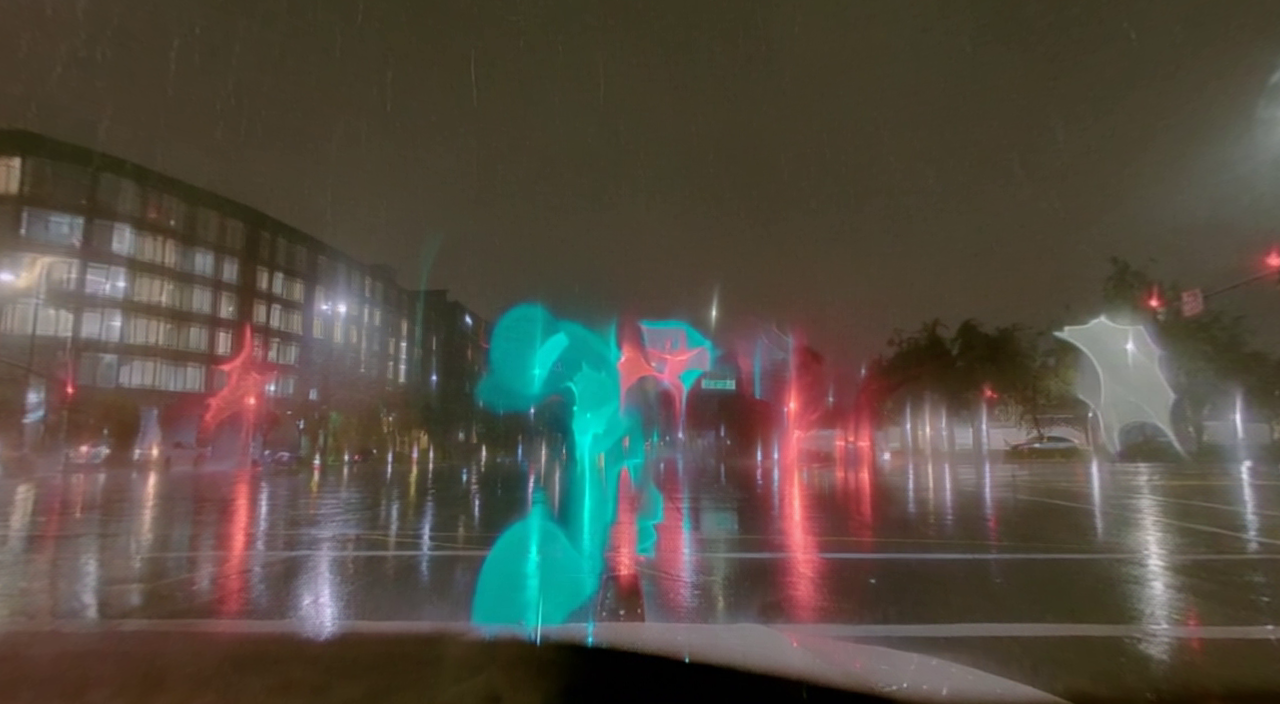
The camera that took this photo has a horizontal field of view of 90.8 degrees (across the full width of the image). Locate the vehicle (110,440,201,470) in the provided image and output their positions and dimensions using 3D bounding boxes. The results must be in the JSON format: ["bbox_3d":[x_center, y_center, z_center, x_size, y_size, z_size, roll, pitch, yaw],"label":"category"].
[{"bbox_3d":[-34.889,7.419,45.751,2.204,1.955,5.518,0,-8,0],"label":"vehicle"}]

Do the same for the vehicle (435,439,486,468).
[{"bbox_3d":[-11.950,6.774,42.337,2.080,1.763,4.341,0,-8,0],"label":"vehicle"}]

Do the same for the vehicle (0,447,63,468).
[{"bbox_3d":[-45.247,7.765,46.617,1.858,1.467,3.624,0,-8,0],"label":"vehicle"}]

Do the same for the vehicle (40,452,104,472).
[{"bbox_3d":[-41.571,8.032,46.320,1.552,1.339,3.340,-1,-8,-1],"label":"vehicle"}]

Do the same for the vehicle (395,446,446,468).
[{"bbox_3d":[-15.487,7.436,44.806,2.056,1.450,4.343,0,-8,0],"label":"vehicle"}]
